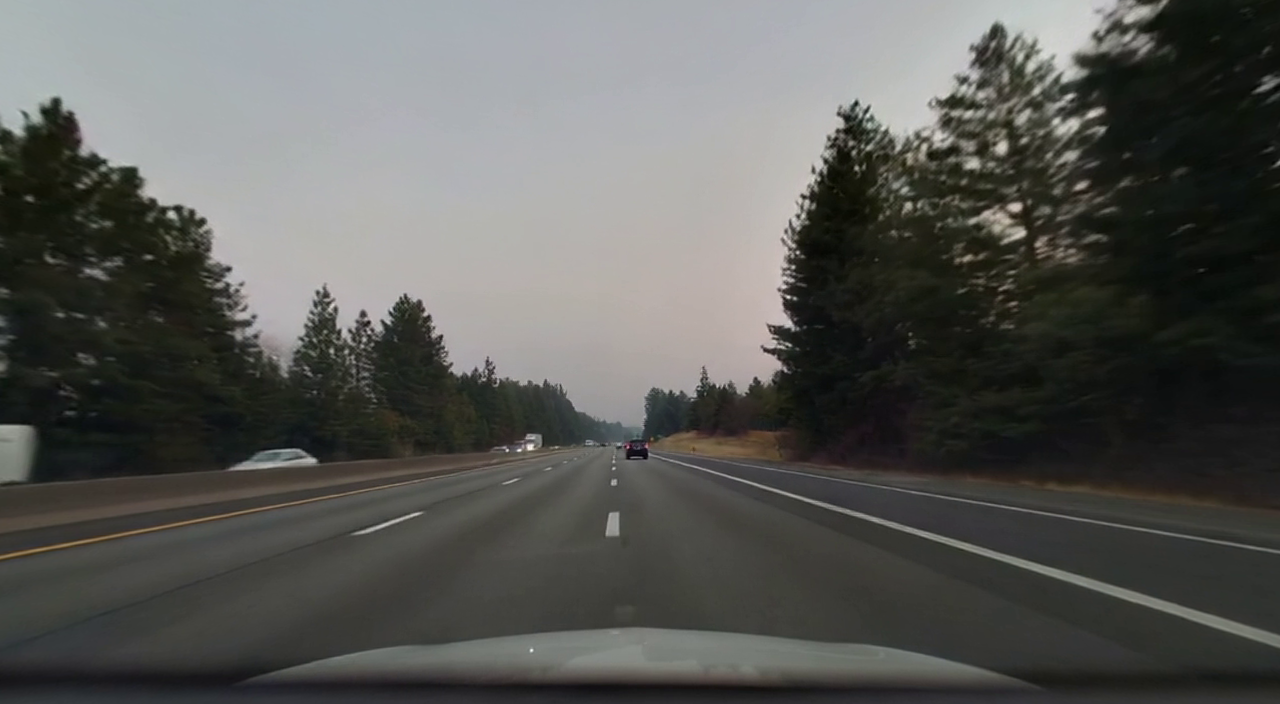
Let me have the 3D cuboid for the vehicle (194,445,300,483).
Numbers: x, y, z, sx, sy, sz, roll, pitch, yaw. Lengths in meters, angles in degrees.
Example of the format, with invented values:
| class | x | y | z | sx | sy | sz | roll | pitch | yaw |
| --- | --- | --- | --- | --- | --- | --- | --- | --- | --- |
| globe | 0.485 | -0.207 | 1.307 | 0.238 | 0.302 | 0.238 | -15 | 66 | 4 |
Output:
| class | x | y | z | sx | sy | sz | roll | pitch | yaw |
| --- | --- | --- | --- | --- | --- | --- | --- | --- | --- |
| vehicle | -17.267 | 4.910 | 27.962 | 1.931 | 1.535 | 4.492 | 0 | -8 | -2 |
